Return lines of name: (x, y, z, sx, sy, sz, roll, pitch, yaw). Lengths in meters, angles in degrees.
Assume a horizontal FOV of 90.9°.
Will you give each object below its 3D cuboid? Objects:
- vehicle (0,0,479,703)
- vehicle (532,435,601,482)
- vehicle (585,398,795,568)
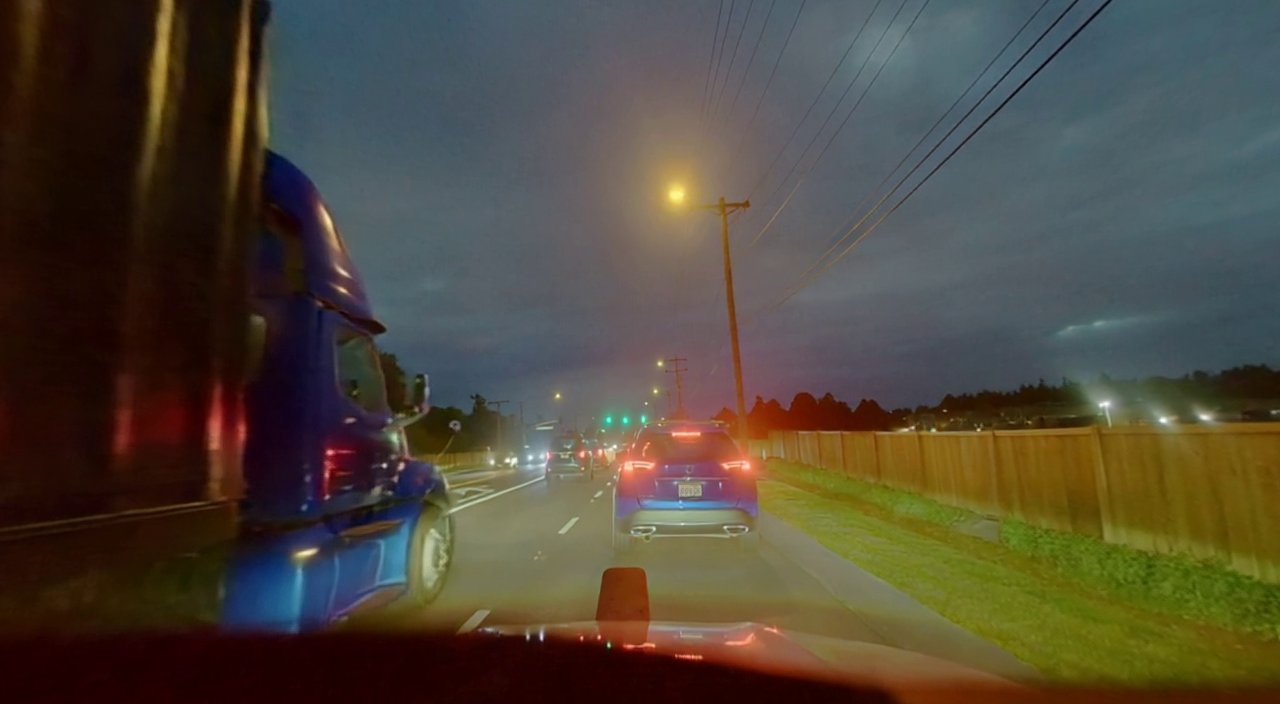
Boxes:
vehicle: (-3.093, -0.039, 1.668, 2.928, 3.658, 8.980, 0, -9, 0)
vehicle: (-2.703, 4.077, 24.309, 2.037, 1.639, 4.213, 0, -9, 2)
vehicle: (0.495, 1.673, 8.695, 2.174, 1.749, 4.113, 0, -9, -1)
